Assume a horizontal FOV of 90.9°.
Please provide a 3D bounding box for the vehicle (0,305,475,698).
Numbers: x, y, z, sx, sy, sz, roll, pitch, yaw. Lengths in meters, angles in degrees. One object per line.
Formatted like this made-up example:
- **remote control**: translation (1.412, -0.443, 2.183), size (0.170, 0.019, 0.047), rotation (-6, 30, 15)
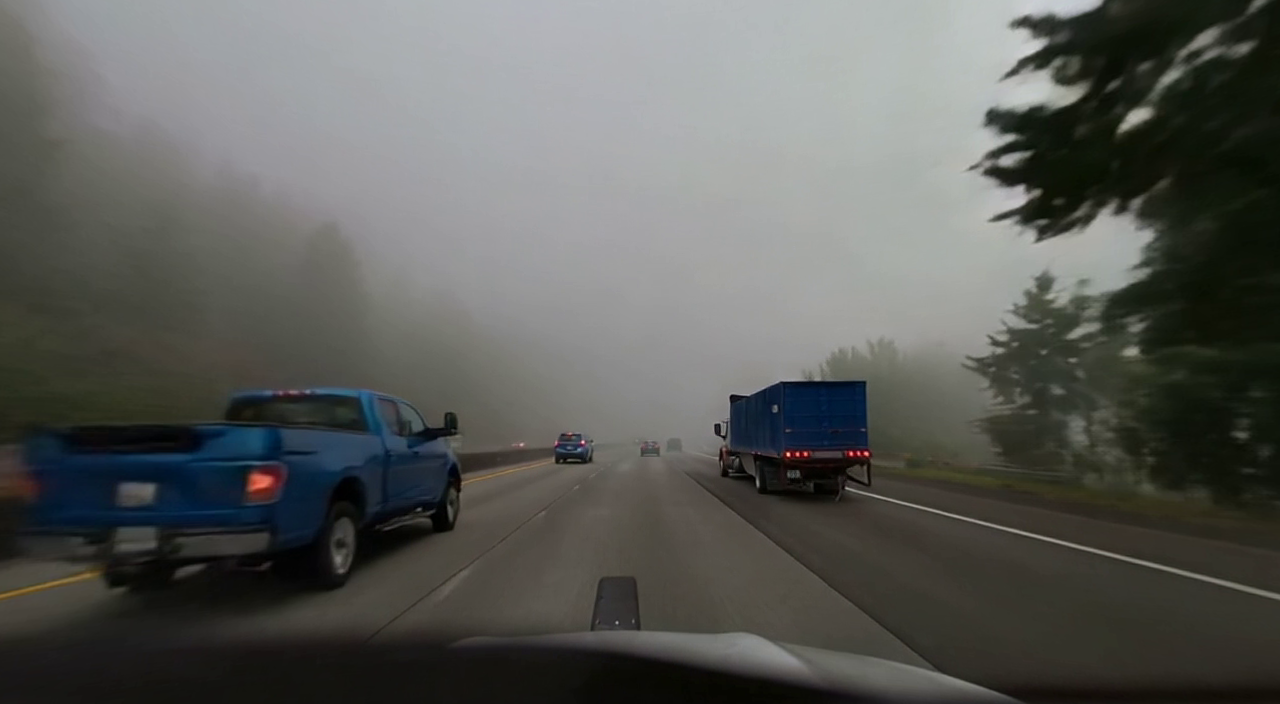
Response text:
- **vehicle**: translation (-3.211, 1.052, 5.609), size (2.204, 1.991, 4.720), rotation (0, -8, 0)

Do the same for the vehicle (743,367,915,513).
- **vehicle**: translation (3.669, 1.819, 13.198), size (2.256, 2.568, 4.049), rotation (0, -8, -1)

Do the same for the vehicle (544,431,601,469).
- **vehicle**: translation (-2.988, 4.408, 28.729), size (2.008, 1.588, 4.147), rotation (0, -8, 1)
